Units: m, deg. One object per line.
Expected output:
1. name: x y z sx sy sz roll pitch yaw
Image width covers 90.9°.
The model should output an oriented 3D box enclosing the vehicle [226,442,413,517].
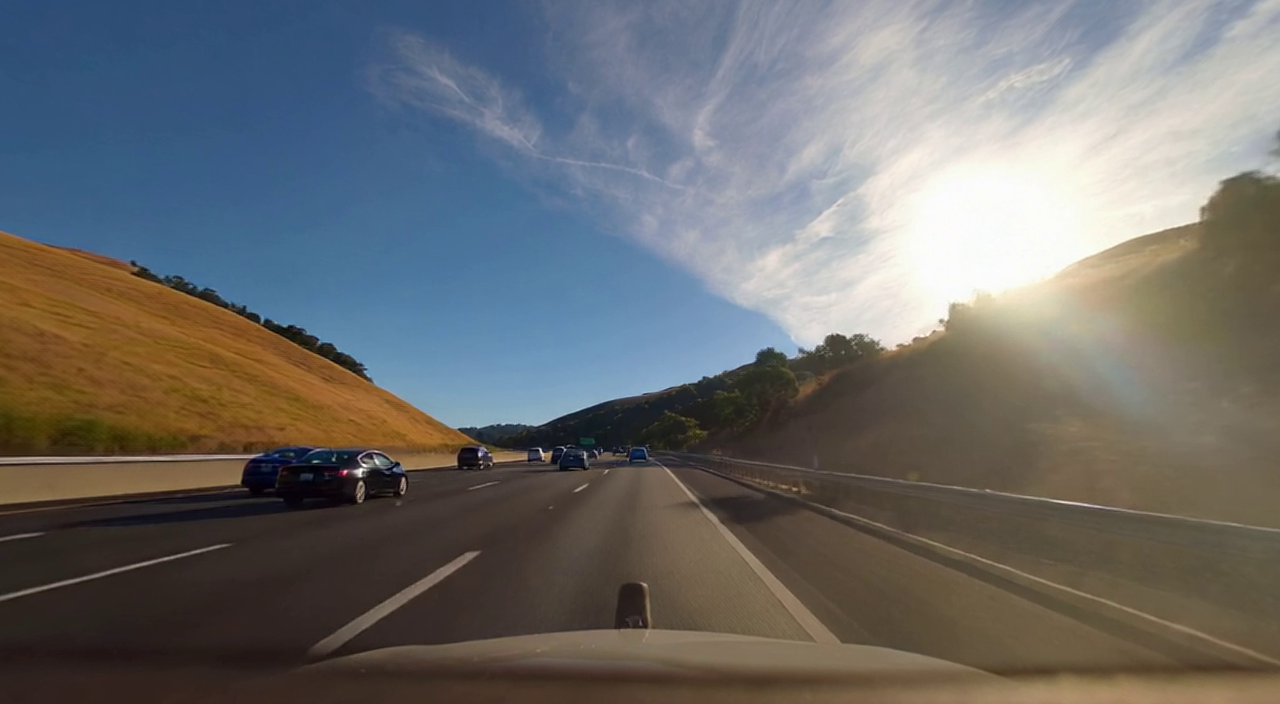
1. vehicle: -7.017 2.807 14.445 1.991 1.441 4.265 0 -8 1

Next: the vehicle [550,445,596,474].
1. vehicle: -3.771 6.155 36.429 2.144 1.505 4.649 0 -8 0

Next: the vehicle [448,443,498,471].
1. vehicle: -11.064 7.019 42.209 2.025 1.750 4.505 0 -8 1

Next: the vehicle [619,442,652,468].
1. vehicle: -0.348 7.238 44.468 2.225 1.674 4.044 0 -8 -1
